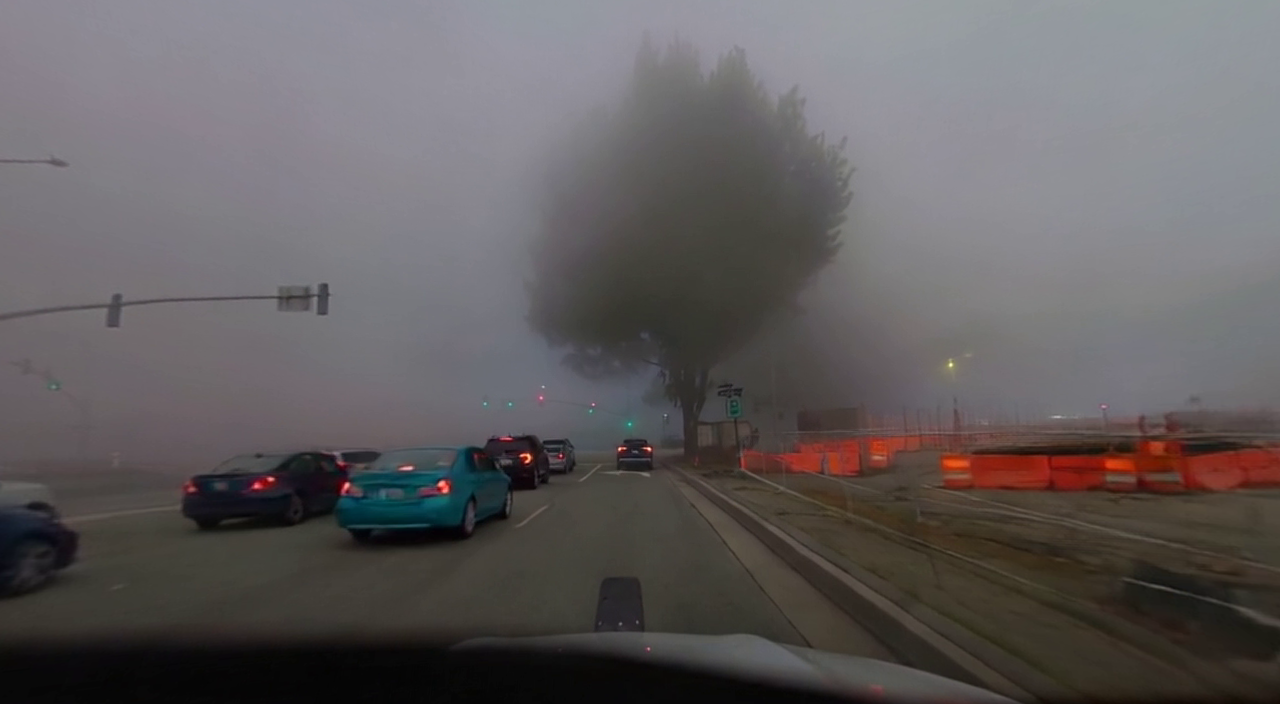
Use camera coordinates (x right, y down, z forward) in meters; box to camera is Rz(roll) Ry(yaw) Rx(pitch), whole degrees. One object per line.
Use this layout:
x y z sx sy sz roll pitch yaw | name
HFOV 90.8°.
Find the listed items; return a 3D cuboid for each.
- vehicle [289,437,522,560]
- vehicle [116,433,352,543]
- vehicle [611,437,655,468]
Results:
-3.283 2.118 9.901 2.042 1.441 4.172 -1 -9 0 | vehicle
-7.919 2.640 12.967 1.949 1.697 4.406 -4 -9 0 | vehicle
-0.388 5.330 33.485 2.183 1.506 4.286 0 -9 -1 | vehicle
